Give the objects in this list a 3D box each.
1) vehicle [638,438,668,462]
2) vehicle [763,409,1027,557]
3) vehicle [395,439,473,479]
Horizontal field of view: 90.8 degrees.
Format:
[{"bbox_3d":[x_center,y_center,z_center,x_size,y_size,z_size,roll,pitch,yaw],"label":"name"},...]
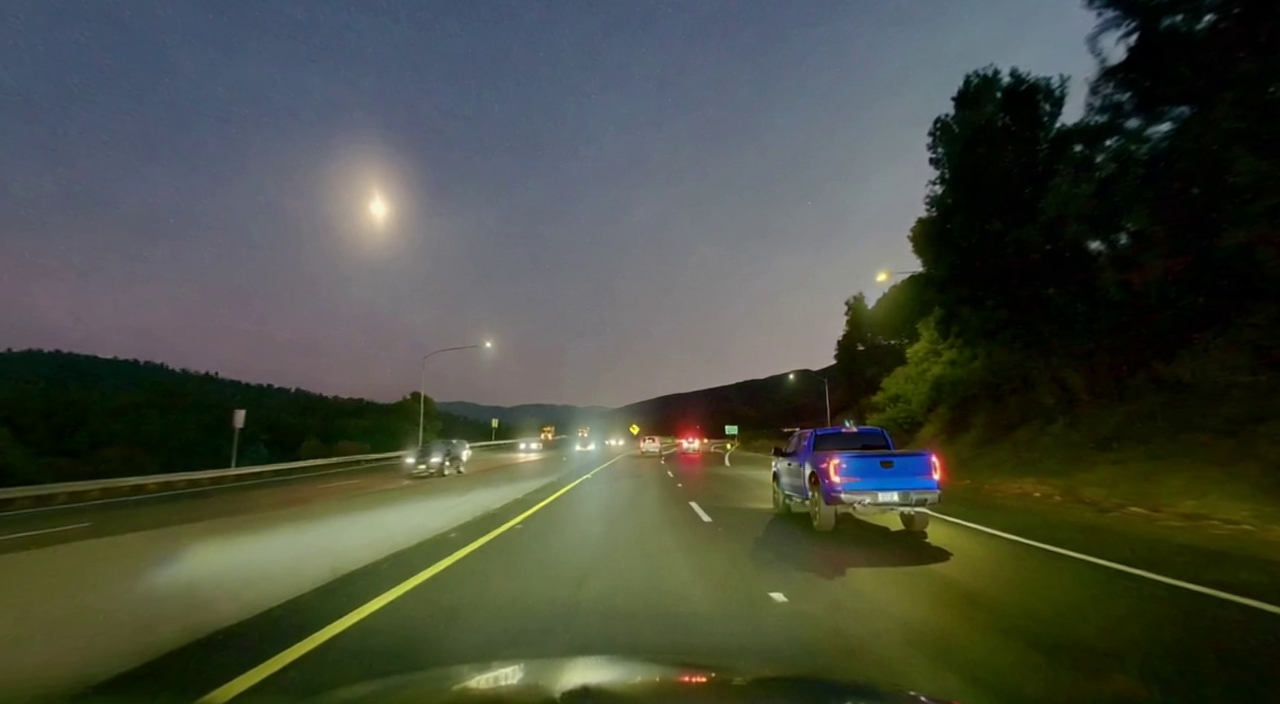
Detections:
[{"bbox_3d":[1.015,7.570,49.003,2.186,1.782,4.100,0,-9,1],"label":"vehicle"},{"bbox_3d":[3.494,1.915,9.938,2.151,1.744,4.709,0,-9,0],"label":"vehicle"},{"bbox_3d":[-9.961,5.198,31.012,2.131,1.773,4.837,0,-9,0],"label":"vehicle"}]
